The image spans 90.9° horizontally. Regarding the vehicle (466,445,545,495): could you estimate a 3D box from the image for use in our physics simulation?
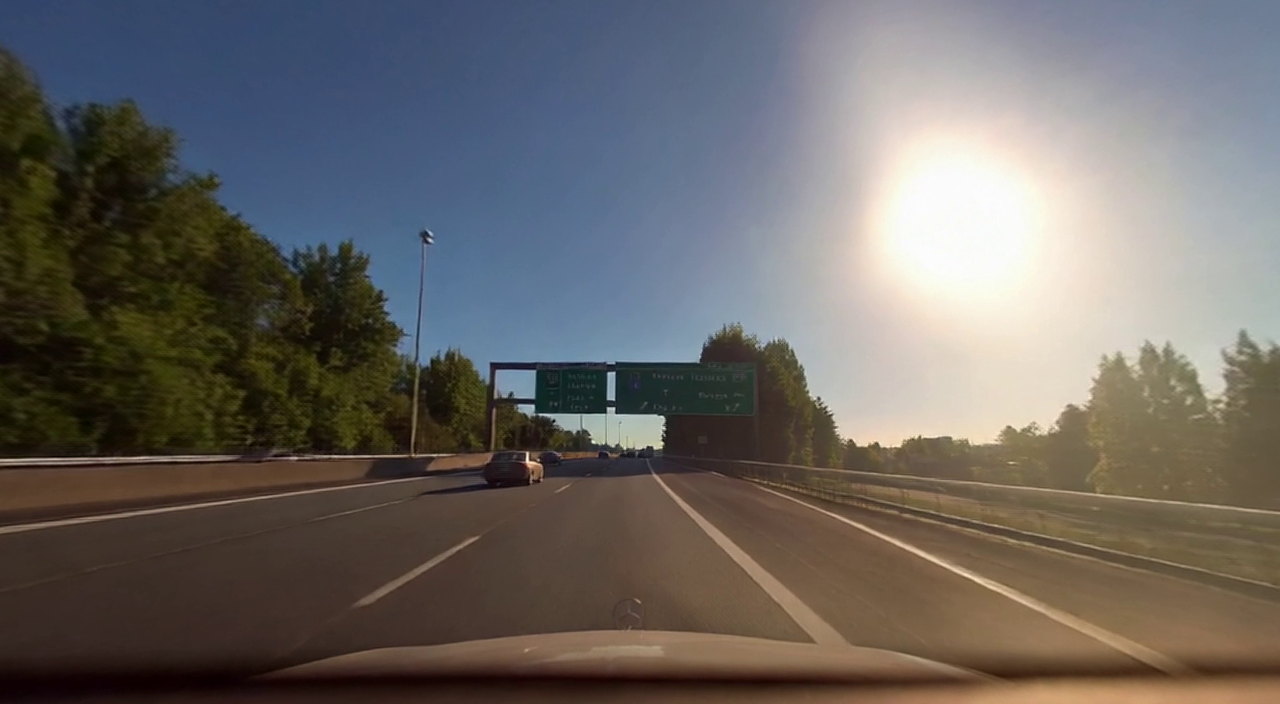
[{"bbox_3d":[-4.723,4.198,22.771,1.875,1.587,4.687,-1,-9,-1],"label":"vehicle"}]
